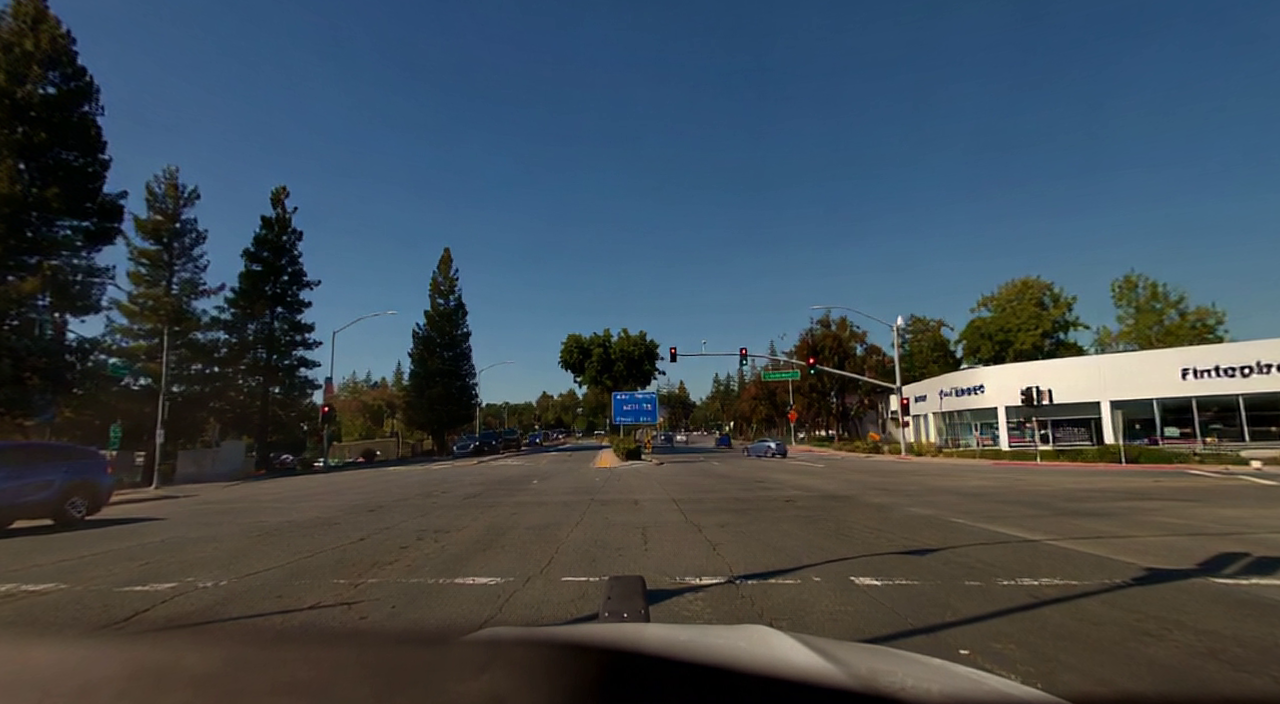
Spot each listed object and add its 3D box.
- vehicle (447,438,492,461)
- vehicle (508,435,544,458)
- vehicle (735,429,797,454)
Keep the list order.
[{"bbox_3d":[-11.773,6.787,43.898,2.111,1.499,4.371,0,-9,-3],"label":"vehicle"},{"bbox_3d":[-8.067,6.746,45.050,1.920,1.546,4.086,0,-9,-2],"label":"vehicle"},{"bbox_3d":[8.712,6.286,44.052,1.936,1.664,4.667,4,-10,-24],"label":"vehicle"}]
